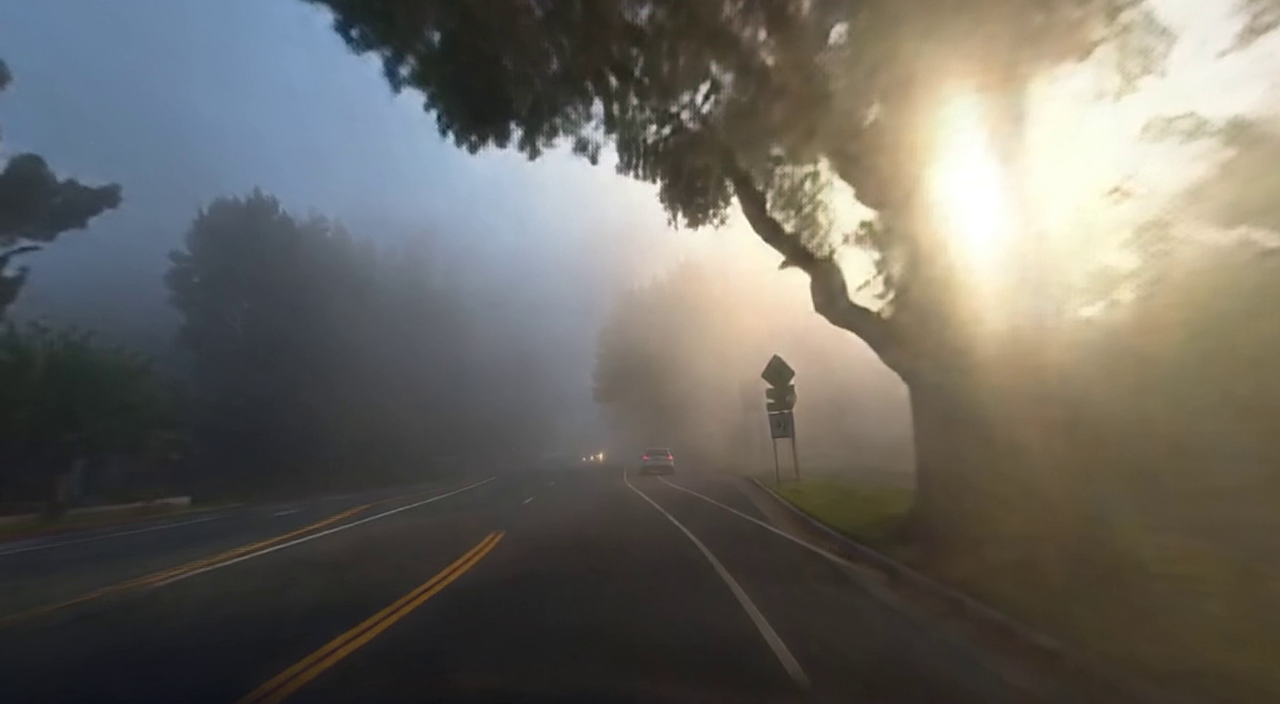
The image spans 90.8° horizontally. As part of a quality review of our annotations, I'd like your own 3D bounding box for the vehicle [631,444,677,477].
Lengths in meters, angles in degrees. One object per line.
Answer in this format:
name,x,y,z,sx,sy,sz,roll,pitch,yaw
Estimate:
vehicle,0.687,5.293,31.186,2.111,1.466,4.223,-1,-8,2
